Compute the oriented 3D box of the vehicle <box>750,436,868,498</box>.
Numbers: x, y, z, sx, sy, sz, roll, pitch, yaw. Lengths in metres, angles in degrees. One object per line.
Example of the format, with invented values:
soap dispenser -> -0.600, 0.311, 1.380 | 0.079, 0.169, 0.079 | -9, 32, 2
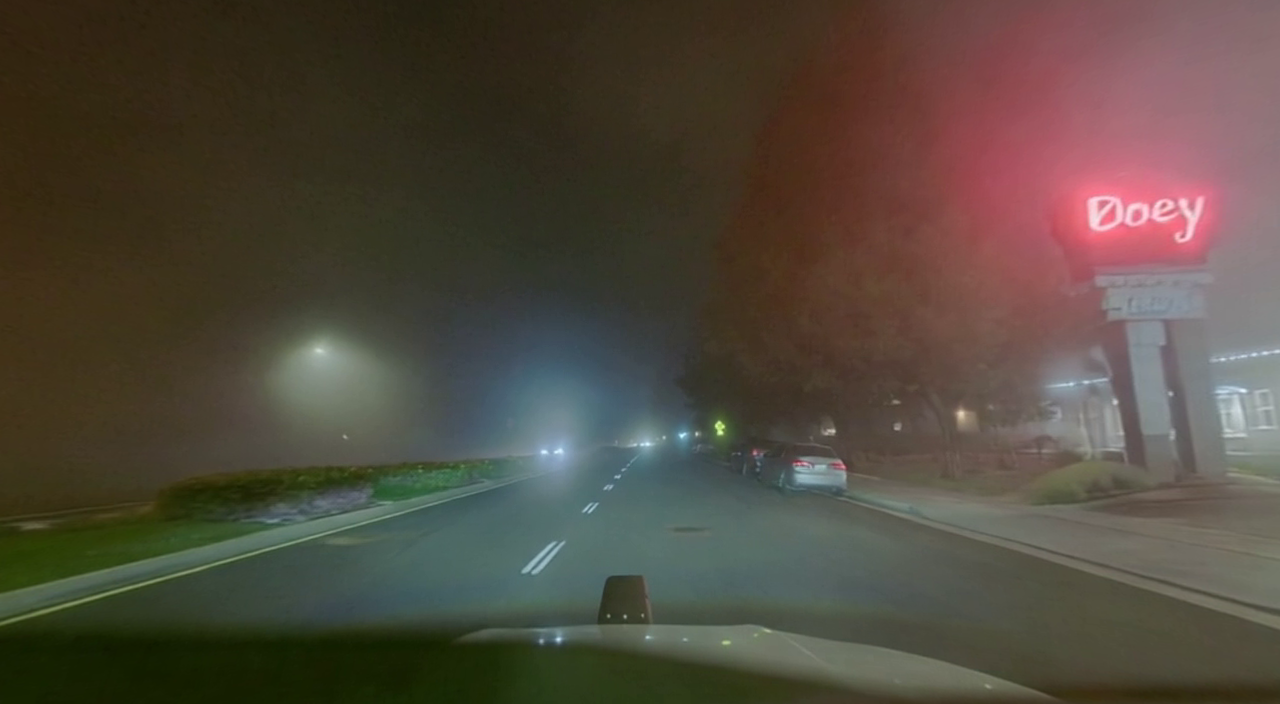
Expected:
vehicle -> 4.652, 3.237, 18.246 | 2.085, 1.509, 5.134 | 0, -8, 1
